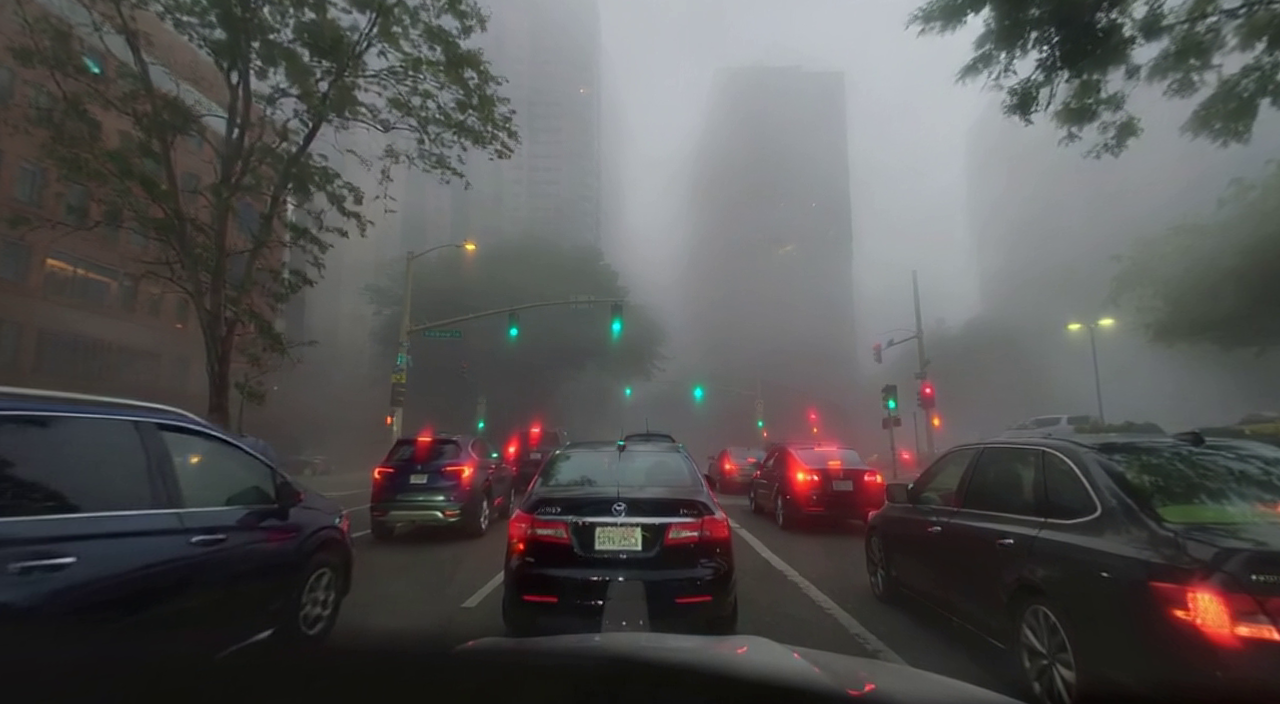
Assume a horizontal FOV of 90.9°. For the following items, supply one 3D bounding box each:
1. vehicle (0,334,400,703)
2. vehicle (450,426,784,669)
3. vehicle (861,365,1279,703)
[{"bbox_3d":[-3.153,0.956,3.015,2.181,1.723,4.550,0,-8,0],"label":"vehicle"},{"bbox_3d":[-0.157,1.472,5.798,2.031,1.461,3.763,0,-8,-1],"label":"vehicle"},{"bbox_3d":[3.330,1.159,4.178,2.179,1.631,4.173,0,-8,0],"label":"vehicle"}]
